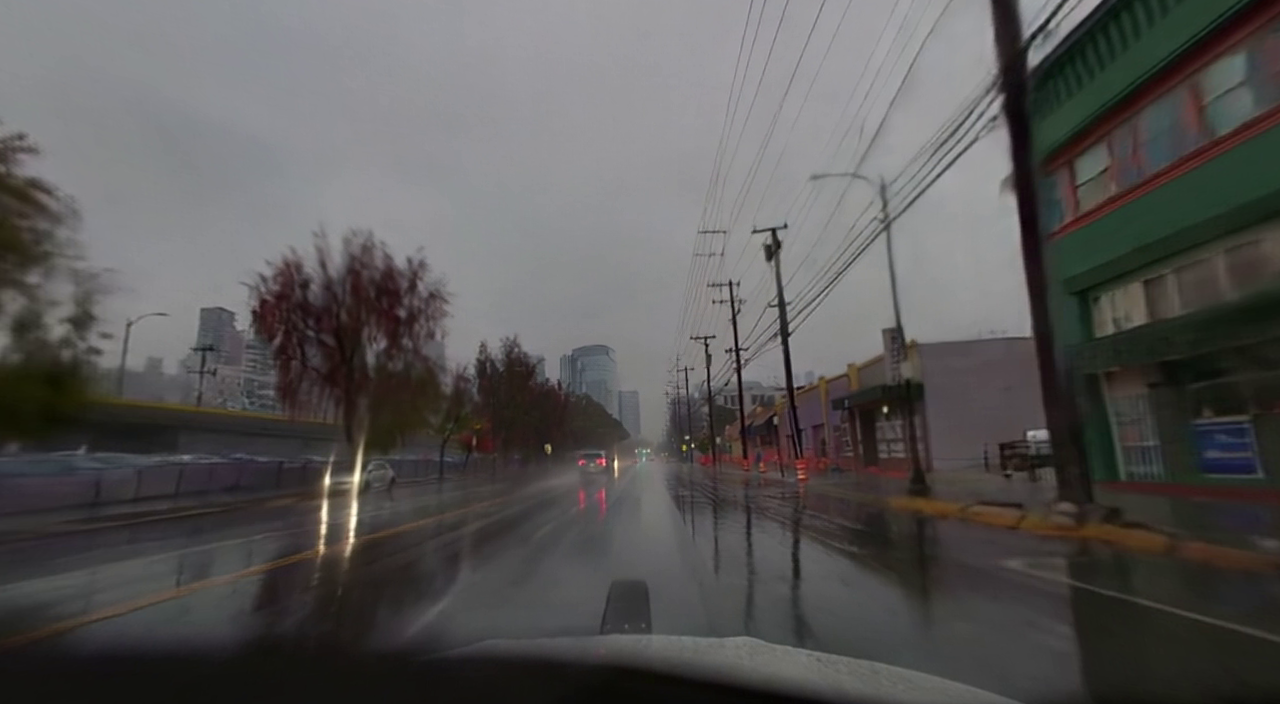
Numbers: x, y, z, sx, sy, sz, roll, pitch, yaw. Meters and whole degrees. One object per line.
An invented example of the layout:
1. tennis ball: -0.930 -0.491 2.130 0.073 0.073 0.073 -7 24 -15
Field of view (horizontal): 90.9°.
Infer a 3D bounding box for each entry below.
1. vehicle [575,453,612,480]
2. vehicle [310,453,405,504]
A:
1. vehicle: -2.973 7.448 41.097 2.036 1.589 4.549 0 -9 1
2. vehicle: -11.927 5.333 26.988 2.052 1.898 4.253 0 -9 1
